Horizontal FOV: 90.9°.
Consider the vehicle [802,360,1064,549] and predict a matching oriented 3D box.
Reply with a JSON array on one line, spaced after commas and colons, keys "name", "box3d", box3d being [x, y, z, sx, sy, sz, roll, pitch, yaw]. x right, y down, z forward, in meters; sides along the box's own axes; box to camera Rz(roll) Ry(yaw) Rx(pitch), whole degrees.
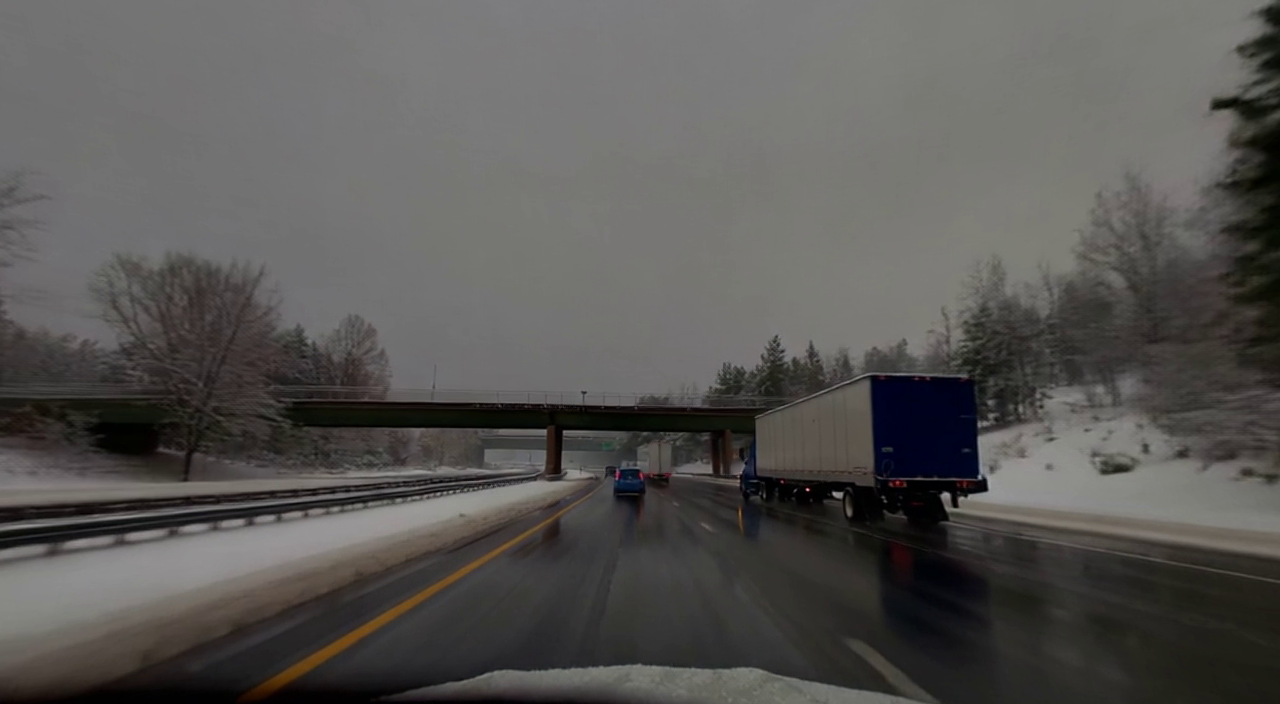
[{"name": "vehicle", "box3d": [6.814, 2.748, 16.563, 2.839, 3.684, 8.091, 1, -11, -1]}]

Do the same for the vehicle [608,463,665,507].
[{"name": "vehicle", "box3d": [-0.141, 5.133, 24.504, 2.067, 1.552, 3.601, 1, -11, -1]}]
